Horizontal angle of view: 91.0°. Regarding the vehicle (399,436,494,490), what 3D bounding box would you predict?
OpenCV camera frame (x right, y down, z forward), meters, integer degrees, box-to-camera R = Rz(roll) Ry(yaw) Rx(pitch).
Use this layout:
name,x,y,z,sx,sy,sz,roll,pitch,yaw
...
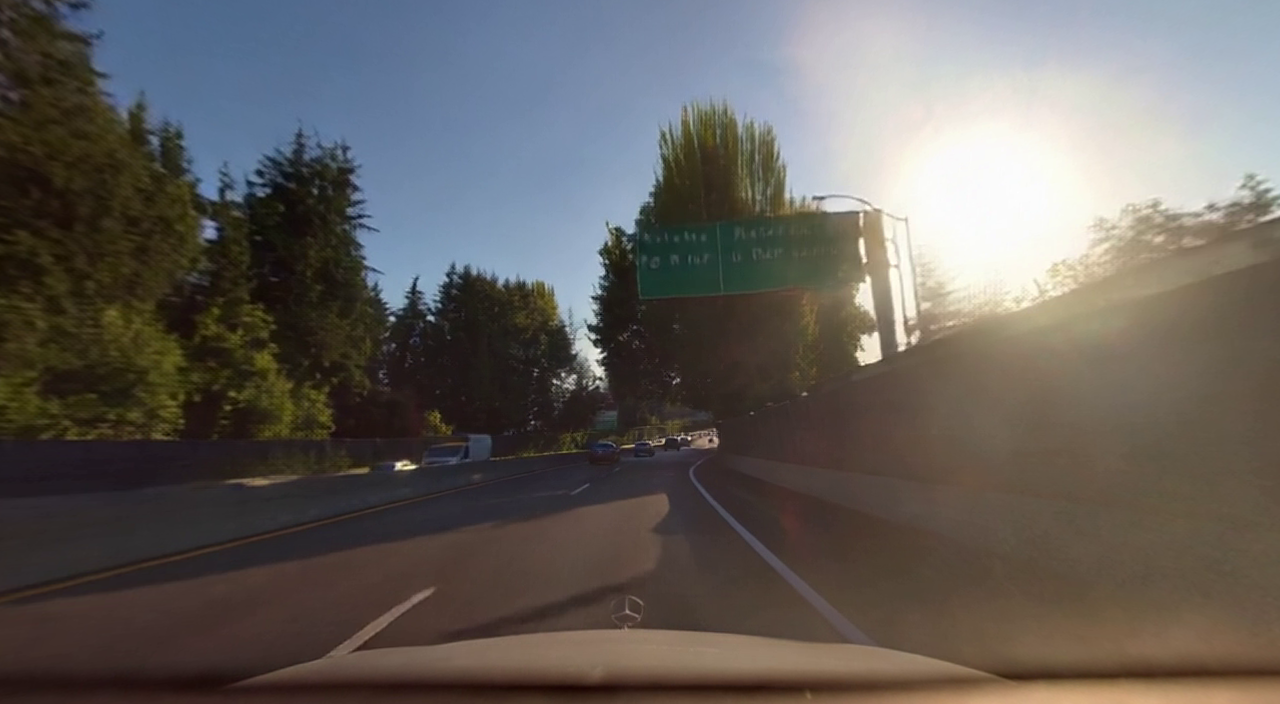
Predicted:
name,x,y,z,sx,sy,sz,roll,pitch,yaw
vehicle,-10.237,5.902,34.163,2.476,2.598,7.227,-1,-8,3

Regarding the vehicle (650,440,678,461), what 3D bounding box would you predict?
name,x,y,z,sx,sy,sz,roll,pitch,yaw
vehicle,1.895,7.599,48.462,2.077,1.533,3.854,-1,-8,4

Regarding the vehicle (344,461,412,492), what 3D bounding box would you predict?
name,x,y,z,sx,sy,sz,roll,pitch,yaw
vehicle,-13.994,6.649,33.911,1.697,1.453,4.268,0,-8,3

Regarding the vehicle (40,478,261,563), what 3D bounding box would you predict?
name,x,y,z,sx,sy,sz,roll,pitch,yaw
vehicle,-10.856,3.716,14.418,1.793,1.414,4.022,0,-8,1

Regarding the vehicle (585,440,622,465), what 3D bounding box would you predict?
name,x,y,z,sx,sy,sz,roll,pitch,yaw
vehicle,-2.333,6.548,41.111,1.985,1.518,3.847,-1,-8,4
